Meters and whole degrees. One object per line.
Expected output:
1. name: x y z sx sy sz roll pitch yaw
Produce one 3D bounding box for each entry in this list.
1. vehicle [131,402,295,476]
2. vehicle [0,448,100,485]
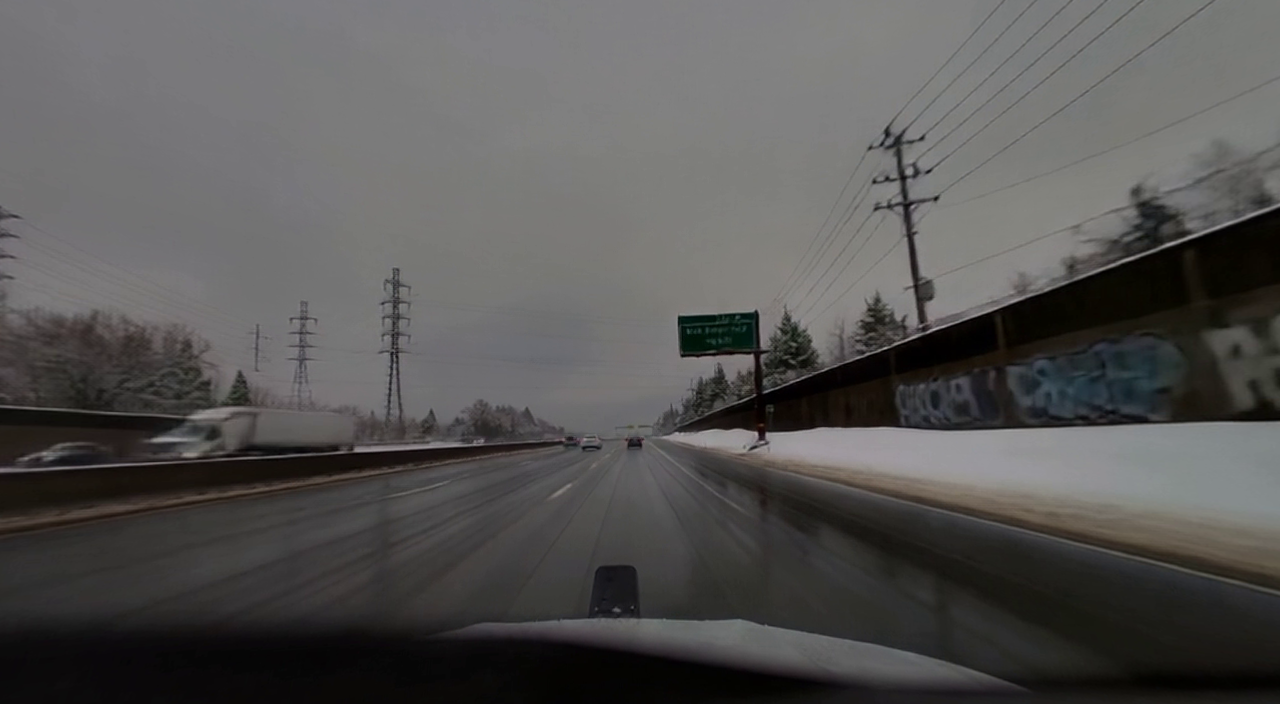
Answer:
1. vehicle: -19.298 4.007 29.167 2.647 2.975 7.063 0 -8 -1
2. vehicle: -27.638 5.215 29.064 1.818 1.499 4.204 1 -8 -2
